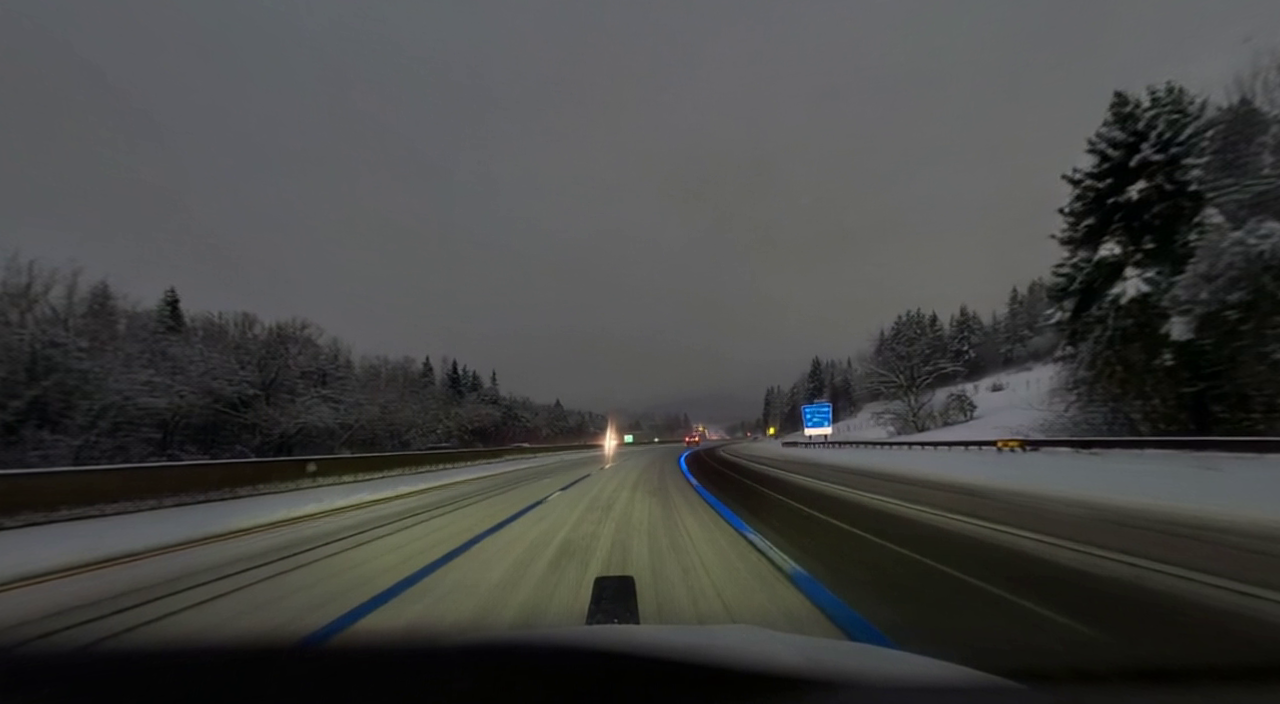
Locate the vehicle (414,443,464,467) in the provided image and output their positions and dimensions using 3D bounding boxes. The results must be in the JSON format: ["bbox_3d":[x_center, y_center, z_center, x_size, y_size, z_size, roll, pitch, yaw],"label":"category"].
[{"bbox_3d":[-15.111,7.730,47.519,2.038,1.667,4.222,-1,-8,5],"label":"vehicle"}]
